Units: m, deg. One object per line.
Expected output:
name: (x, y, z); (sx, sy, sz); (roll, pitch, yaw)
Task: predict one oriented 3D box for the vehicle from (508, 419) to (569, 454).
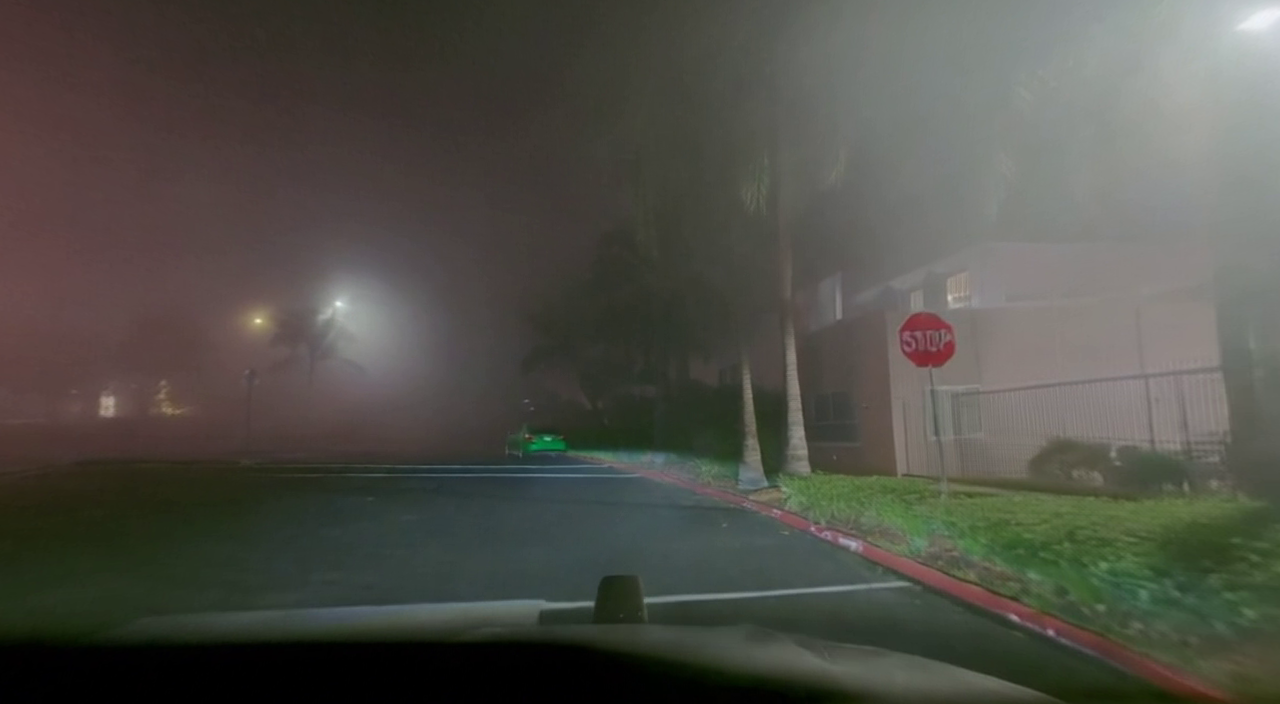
vehicle: (-5.392, 4.481, 33.155); (2.071, 1.700, 4.367); (3, -9, -23)
